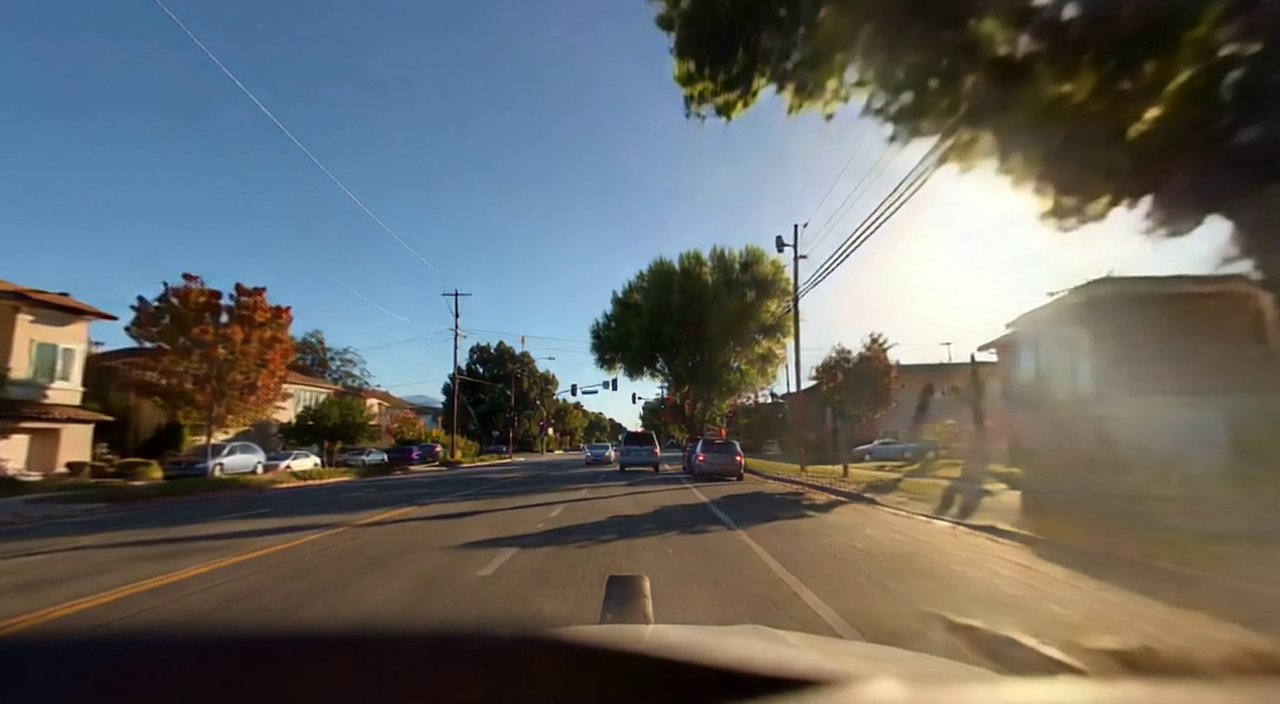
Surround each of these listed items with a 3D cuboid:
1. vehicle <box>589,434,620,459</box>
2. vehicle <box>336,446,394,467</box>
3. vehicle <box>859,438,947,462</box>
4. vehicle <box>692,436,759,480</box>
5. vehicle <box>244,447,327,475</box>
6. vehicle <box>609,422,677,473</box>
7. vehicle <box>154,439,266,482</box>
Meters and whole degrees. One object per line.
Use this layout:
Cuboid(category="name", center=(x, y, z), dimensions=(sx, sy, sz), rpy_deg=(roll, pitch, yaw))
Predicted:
Cuboid(category="vehicle", center=(-2.738, 7.463, 49.620), dimensions=(1.999, 1.864, 4.279), rpy_deg=(0, -9, 2))
Cuboid(category="vehicle", center=(-19.811, 7.535, 45.622), dimensions=(1.891, 1.460, 4.681), rpy_deg=(0, -9, 2))
Cuboid(category="vehicle", center=(16.505, 6.178, 39.676), dimensions=(4.671, 1.495, 1.900), rpy_deg=(-1, -9, 3))
Cuboid(category="vehicle", center=(3.159, 4.008, 24.056), dimensions=(2.002, 1.511, 4.124), rpy_deg=(0, -9, 0))
Cuboid(category="vehicle", center=(-19.861, 6.099, 35.564), dimensions=(1.866, 1.471, 4.770), rpy_deg=(0, -9, 1))
Cuboid(category="vehicle", center=(0.135, 4.335, 28.558), dimensions=(2.769, 2.087, 5.130), rpy_deg=(0, -9, 0))
Cuboid(category="vehicle", center=(-20.124, 5.077, 29.785), dimensions=(2.046, 1.874, 4.448), rpy_deg=(0, -9, 2))
